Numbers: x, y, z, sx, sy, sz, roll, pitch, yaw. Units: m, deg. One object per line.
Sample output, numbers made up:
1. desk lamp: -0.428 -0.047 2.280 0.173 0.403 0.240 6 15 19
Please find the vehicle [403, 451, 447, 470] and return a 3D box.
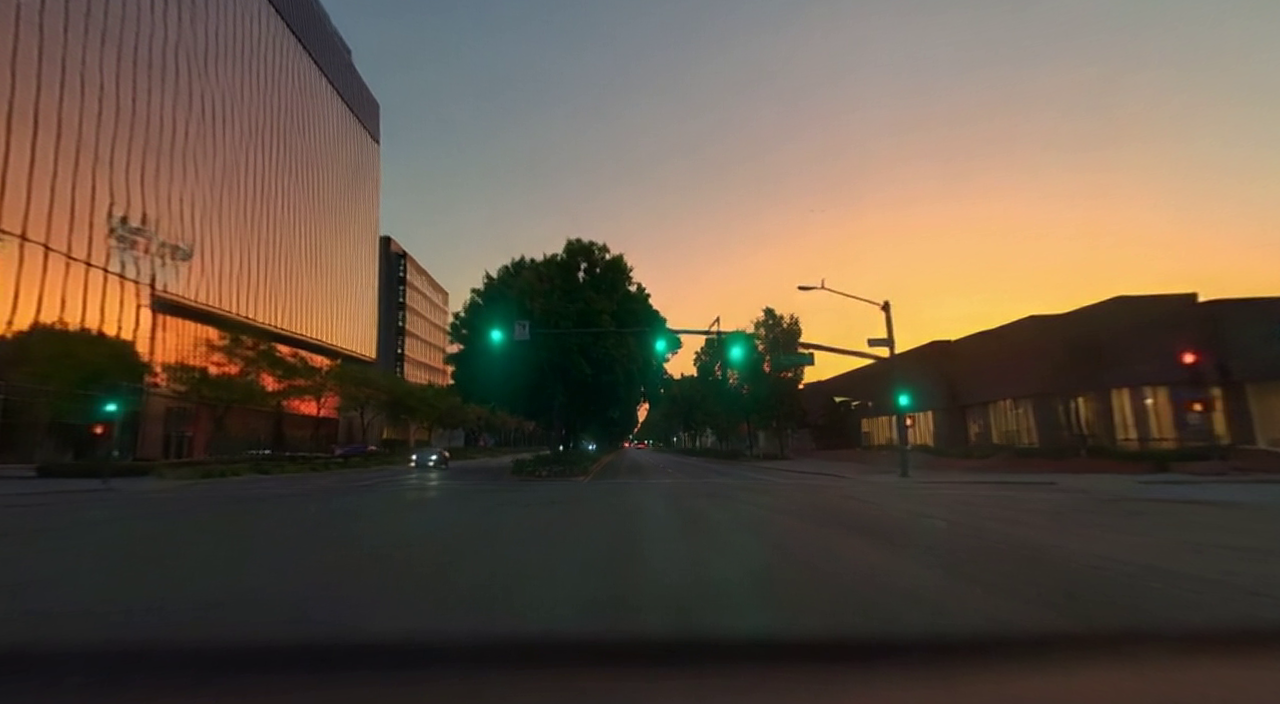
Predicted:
1. vehicle: -16.936 8.553 49.972 1.924 1.434 4.456 0 -9 -1
